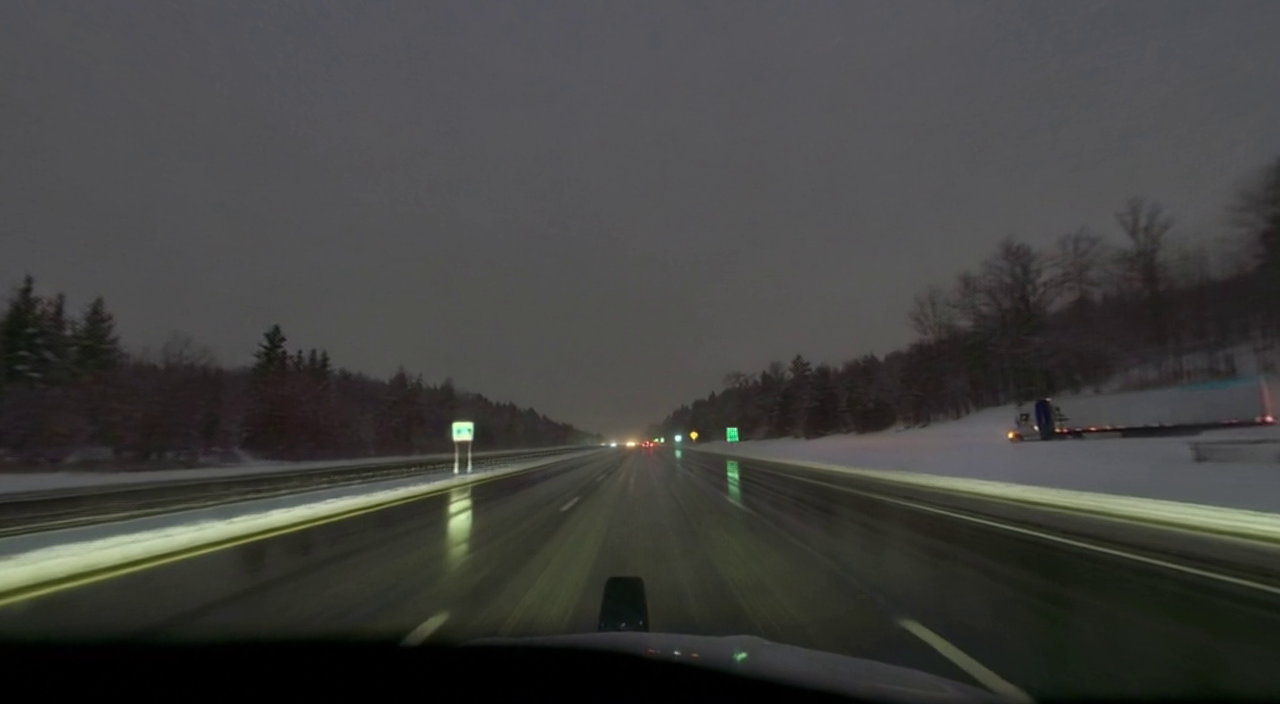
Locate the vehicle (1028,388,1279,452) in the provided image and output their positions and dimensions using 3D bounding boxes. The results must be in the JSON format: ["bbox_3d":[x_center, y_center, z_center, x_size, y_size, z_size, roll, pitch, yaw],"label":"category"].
[{"bbox_3d":[36.872,5.170,45.757,2.836,4.027,14.280,8,-11,-43],"label":"vehicle"}]
